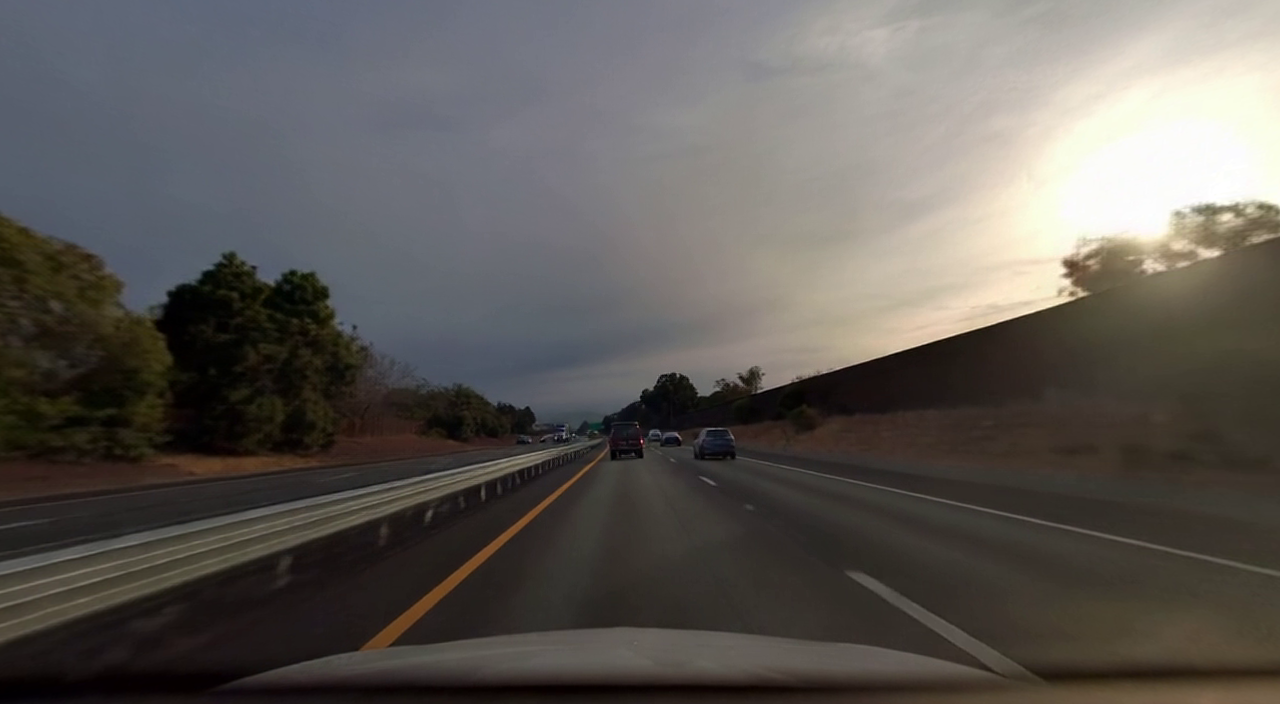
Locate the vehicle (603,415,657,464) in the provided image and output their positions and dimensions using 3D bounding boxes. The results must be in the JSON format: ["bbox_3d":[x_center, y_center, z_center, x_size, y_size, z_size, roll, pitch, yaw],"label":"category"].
[{"bbox_3d":[-0.497,4.014,28.929,2.270,2.044,4.633,0,-8,-2],"label":"vehicle"}]

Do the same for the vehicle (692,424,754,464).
[{"bbox_3d":[3.505,3.966,27.324,1.981,1.606,3.956,0,-8,-2],"label":"vehicle"}]
